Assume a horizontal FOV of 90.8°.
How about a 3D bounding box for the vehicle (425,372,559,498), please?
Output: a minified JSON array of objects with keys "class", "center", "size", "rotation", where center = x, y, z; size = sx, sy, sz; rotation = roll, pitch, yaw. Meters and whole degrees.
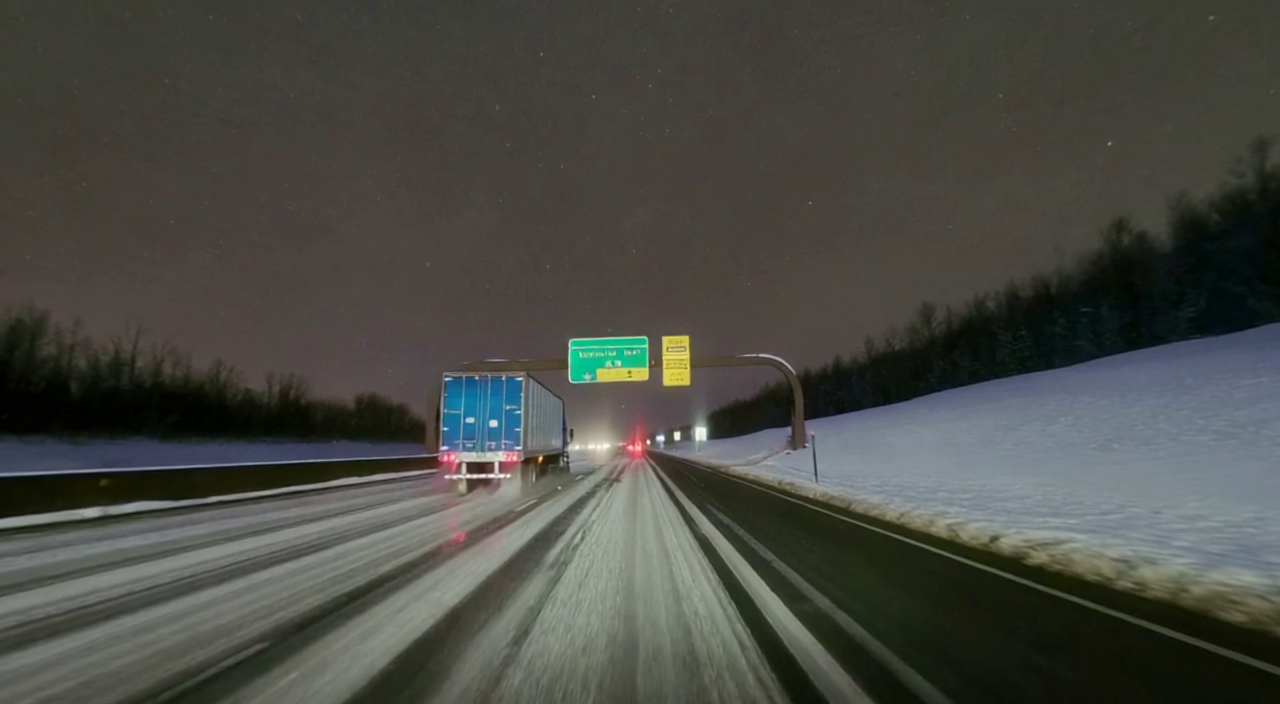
[{"class":"vehicle","center":[-4.529,2.829,21.043],"size":[2.707,3.461,7.191],"rotation":[0,-9,0]}]
